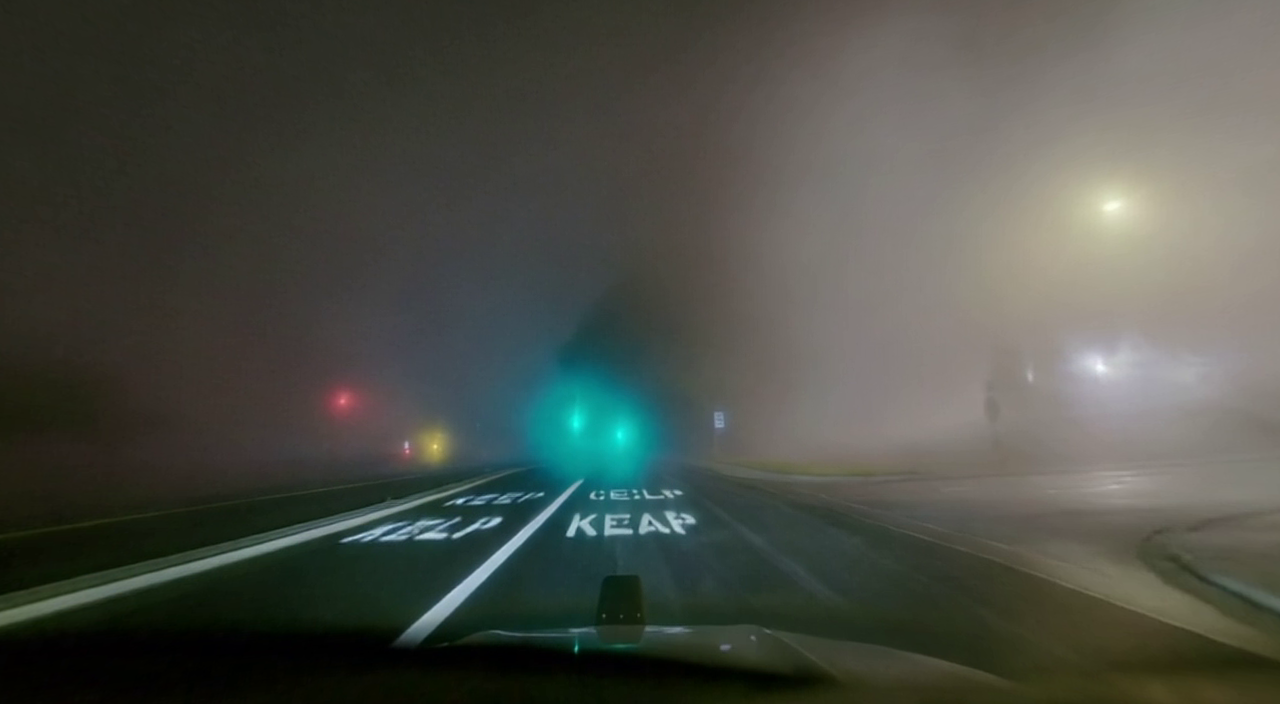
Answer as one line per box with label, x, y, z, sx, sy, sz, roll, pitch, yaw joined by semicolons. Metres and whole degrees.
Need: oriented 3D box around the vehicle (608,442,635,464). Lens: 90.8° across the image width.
vehicle;-1.450;7.880;49.449;2.045;1.613;4.210;0;-8;-2
